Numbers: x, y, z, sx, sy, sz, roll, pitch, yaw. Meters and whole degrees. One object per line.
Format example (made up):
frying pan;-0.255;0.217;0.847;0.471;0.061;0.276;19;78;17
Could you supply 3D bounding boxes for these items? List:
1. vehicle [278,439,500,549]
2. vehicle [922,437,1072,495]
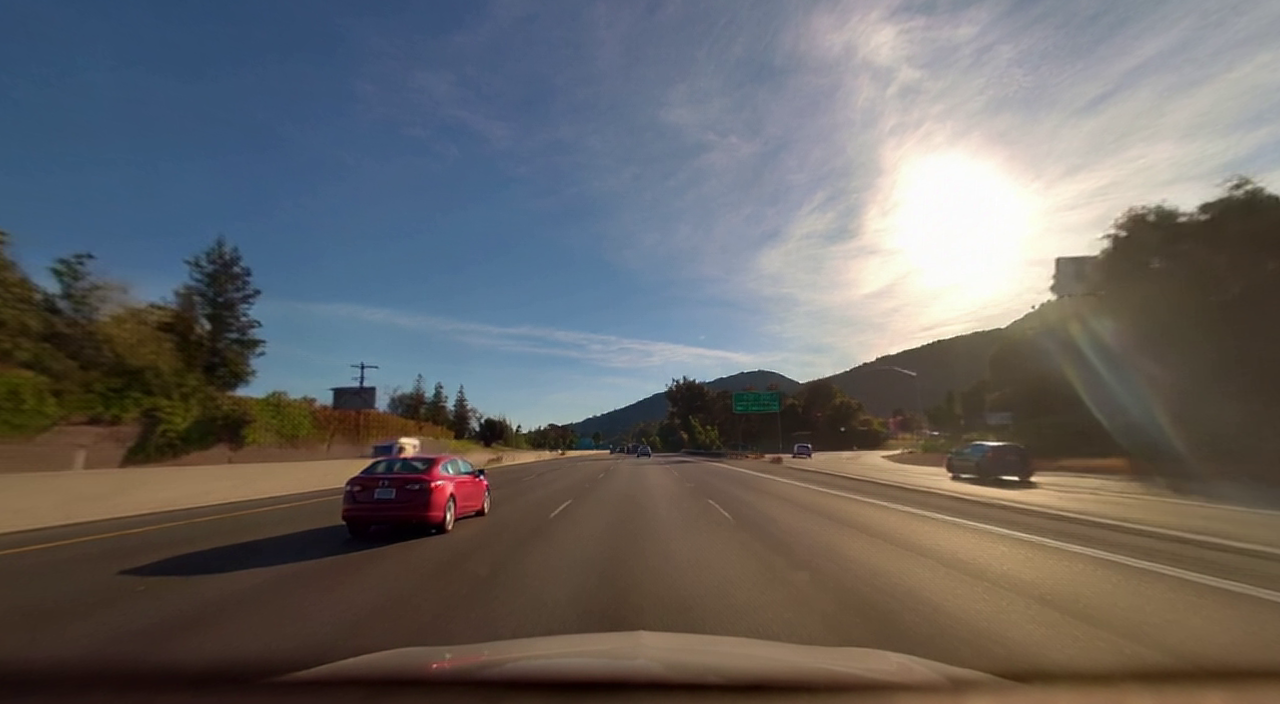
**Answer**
vehicle;-3.868;2.249;10.743;1.873;1.438;4.546;0;-9;1
vehicle;10.278;3.313;18.659;1.884;1.485;4.600;-1;-9;2
